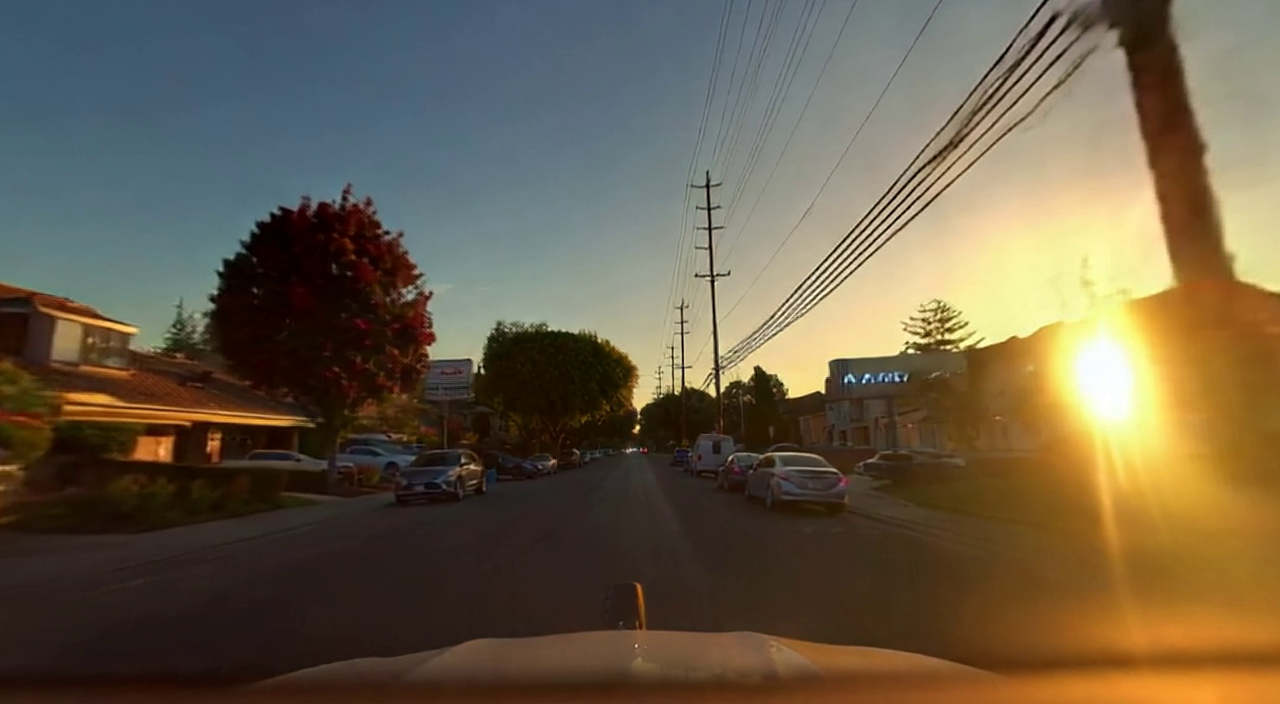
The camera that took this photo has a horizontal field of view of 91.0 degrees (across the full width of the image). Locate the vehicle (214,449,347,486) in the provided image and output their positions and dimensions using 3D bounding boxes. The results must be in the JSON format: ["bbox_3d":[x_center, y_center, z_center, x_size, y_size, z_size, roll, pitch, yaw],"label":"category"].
[{"bbox_3d":[-15.310,4.946,26.996,4.388,1.466,2.008,1,-9,-1],"label":"vehicle"}]

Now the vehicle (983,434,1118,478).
[{"bbox_3d":[18.422,4.685,28.415,4.555,1.796,2.001,-2,-9,1],"label":"vehicle"}]

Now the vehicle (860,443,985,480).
[{"bbox_3d":[12.534,4.913,28.174,4.606,1.484,2.042,1,-11,1],"label":"vehicle"}]

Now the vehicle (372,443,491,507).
[{"bbox_3d":[-6.129,3.654,19.127,1.989,1.693,4.292,-1,-9,2],"label":"vehicle"}]

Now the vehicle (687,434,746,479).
[{"bbox_3d":[3.917,5.512,33.218,2.396,2.164,5.381,0,-9,0],"label":"vehicle"}]

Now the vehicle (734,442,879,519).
[{"bbox_3d":[3.745,3.021,15.272,2.112,1.528,4.944,0,-9,-1],"label":"vehicle"}]
